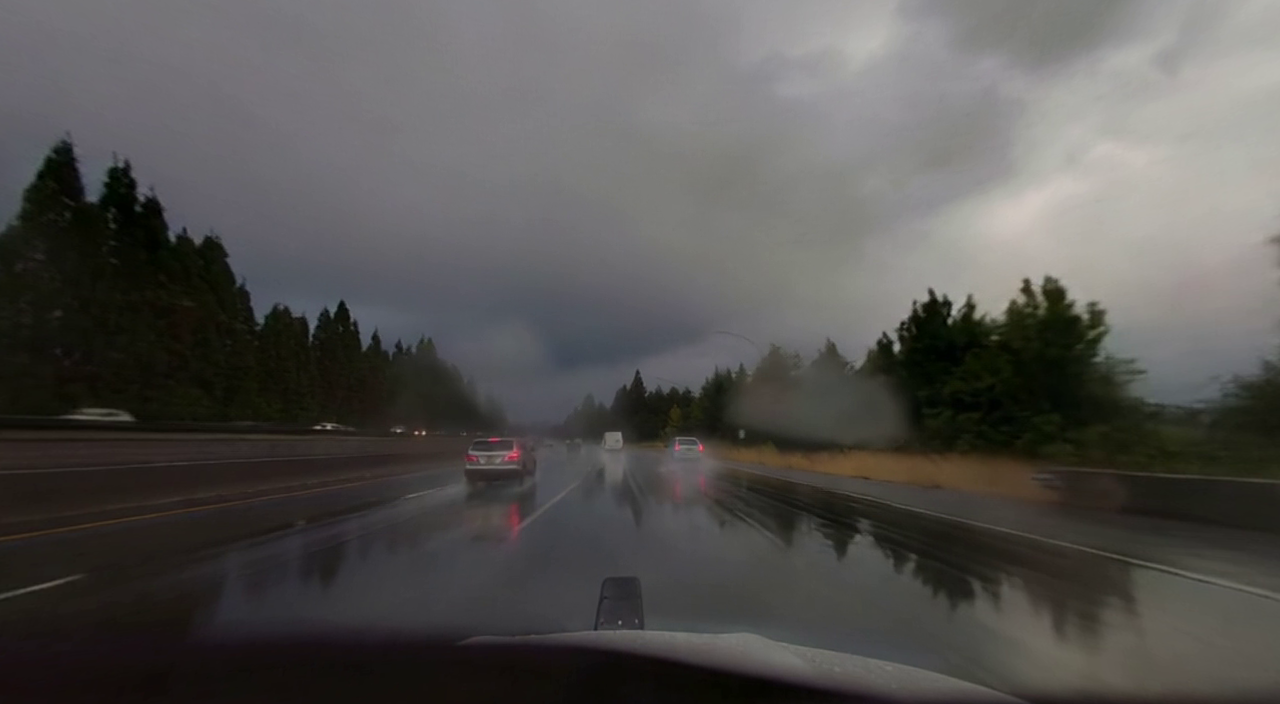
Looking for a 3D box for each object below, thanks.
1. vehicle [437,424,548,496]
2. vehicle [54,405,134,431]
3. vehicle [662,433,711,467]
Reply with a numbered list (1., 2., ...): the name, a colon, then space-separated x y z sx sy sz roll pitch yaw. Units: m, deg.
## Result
1. vehicle: -3.797 2.868 17.037 2.002 1.680 4.301 0 -9 0
2. vehicle: -37.416 4.578 43.273 1.756 1.550 4.277 0 -9 -2
3. vehicle: 2.413 5.272 33.813 2.053 1.698 4.097 1 -9 -3
